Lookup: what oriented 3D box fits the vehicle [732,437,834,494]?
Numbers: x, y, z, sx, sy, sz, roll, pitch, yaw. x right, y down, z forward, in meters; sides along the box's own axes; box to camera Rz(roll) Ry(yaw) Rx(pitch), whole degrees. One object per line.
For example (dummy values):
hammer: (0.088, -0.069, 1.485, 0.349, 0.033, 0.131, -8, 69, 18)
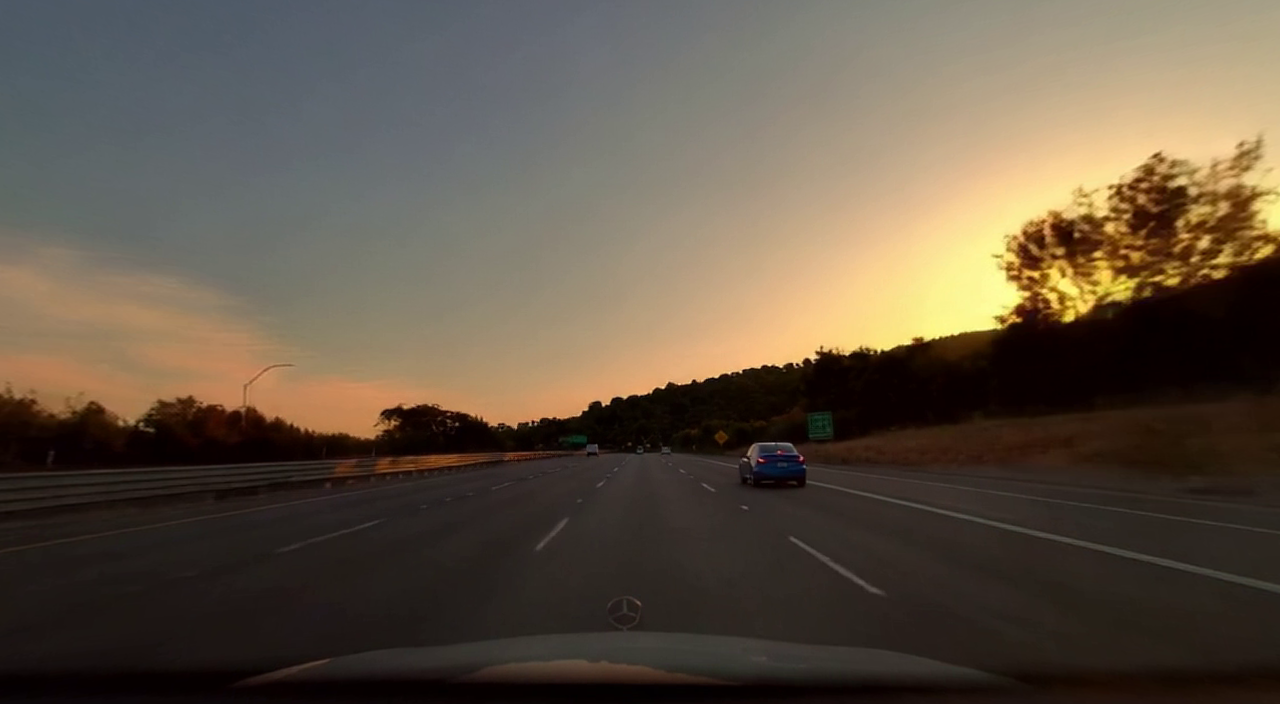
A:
vehicle: (4.165, 3.387, 19.148, 2.033, 1.501, 4.398, 0, -9, -1)
